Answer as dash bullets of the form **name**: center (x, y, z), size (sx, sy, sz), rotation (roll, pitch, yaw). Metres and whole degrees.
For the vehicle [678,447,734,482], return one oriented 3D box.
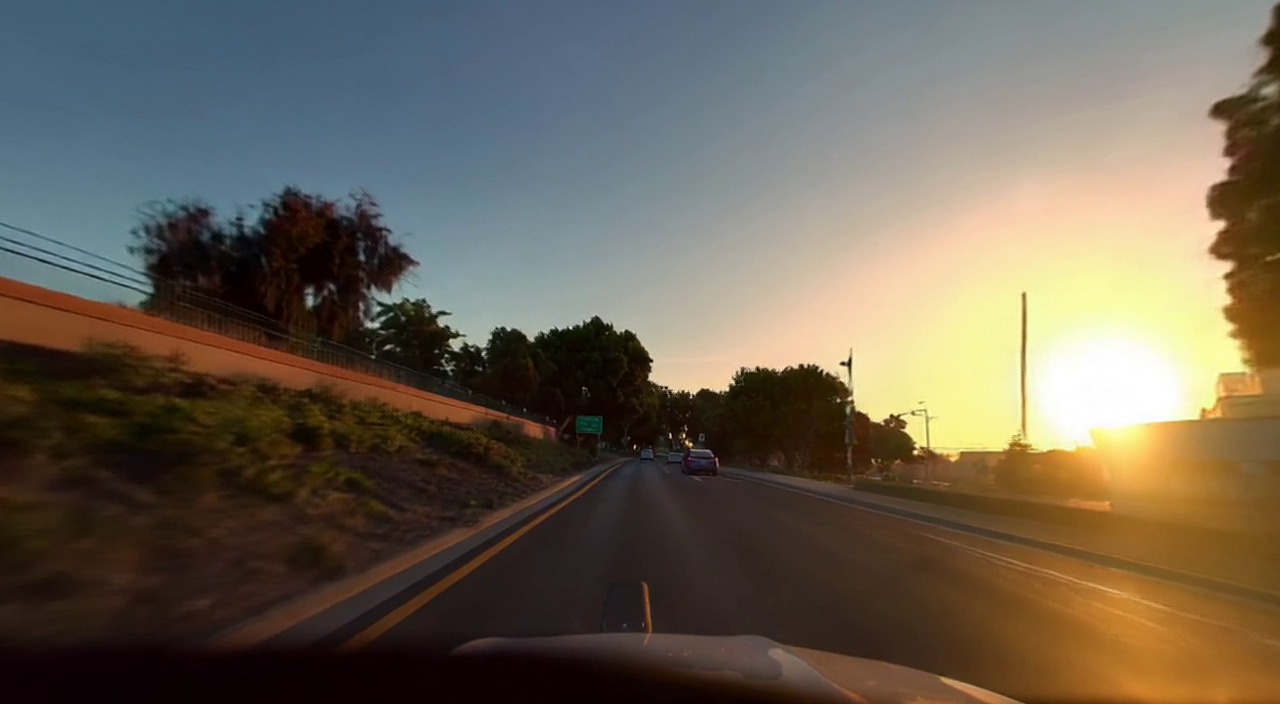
- **vehicle**: center (2.972, 5.182, 29.404), size (1.956, 1.473, 4.640), rotation (0, -9, -2)
